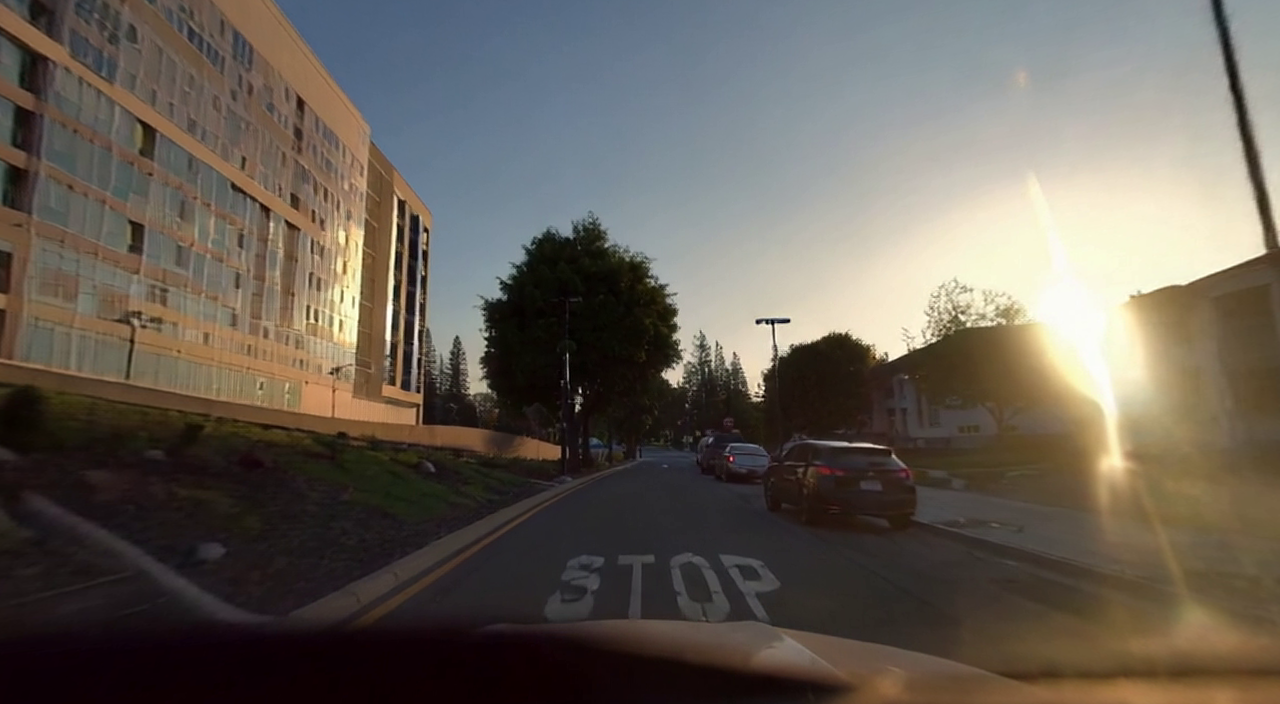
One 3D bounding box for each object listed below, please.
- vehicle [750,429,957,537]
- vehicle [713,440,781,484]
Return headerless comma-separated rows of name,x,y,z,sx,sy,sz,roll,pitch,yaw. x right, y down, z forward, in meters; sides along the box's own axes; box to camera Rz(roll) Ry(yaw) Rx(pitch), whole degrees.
vehicle,3.395,2.179,11.154,2.024,1.475,4.565,0,-8,0
vehicle,3.770,3.956,22.955,1.848,1.442,4.425,-1,-8,2
